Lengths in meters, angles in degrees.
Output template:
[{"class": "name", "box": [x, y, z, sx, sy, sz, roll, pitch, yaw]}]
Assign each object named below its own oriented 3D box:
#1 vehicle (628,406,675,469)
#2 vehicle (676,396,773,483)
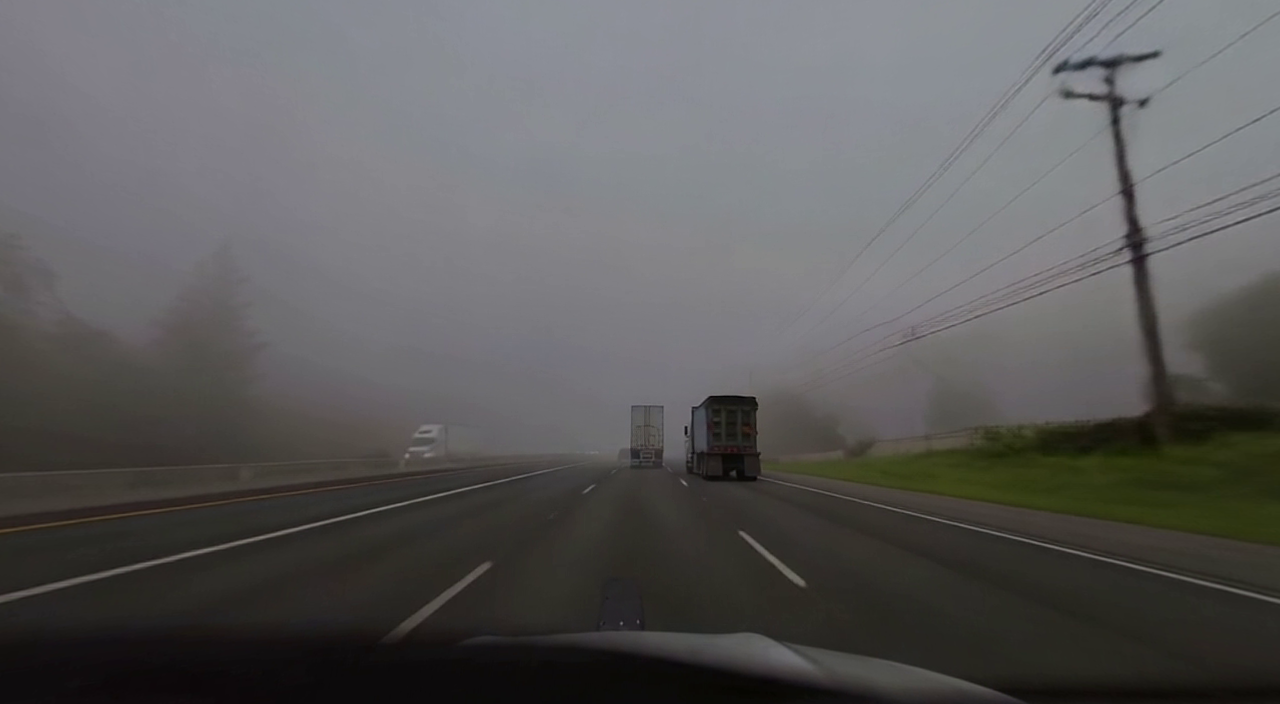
[{"class": "vehicle", "box": [0.619, 6.574, 47.397, 2.997, 4.076, 13.224, 0, -9, -1]}, {"class": "vehicle", "box": [3.568, 4.143, 29.250, 2.938, 3.378, 8.820, 0, -9, -2]}]
